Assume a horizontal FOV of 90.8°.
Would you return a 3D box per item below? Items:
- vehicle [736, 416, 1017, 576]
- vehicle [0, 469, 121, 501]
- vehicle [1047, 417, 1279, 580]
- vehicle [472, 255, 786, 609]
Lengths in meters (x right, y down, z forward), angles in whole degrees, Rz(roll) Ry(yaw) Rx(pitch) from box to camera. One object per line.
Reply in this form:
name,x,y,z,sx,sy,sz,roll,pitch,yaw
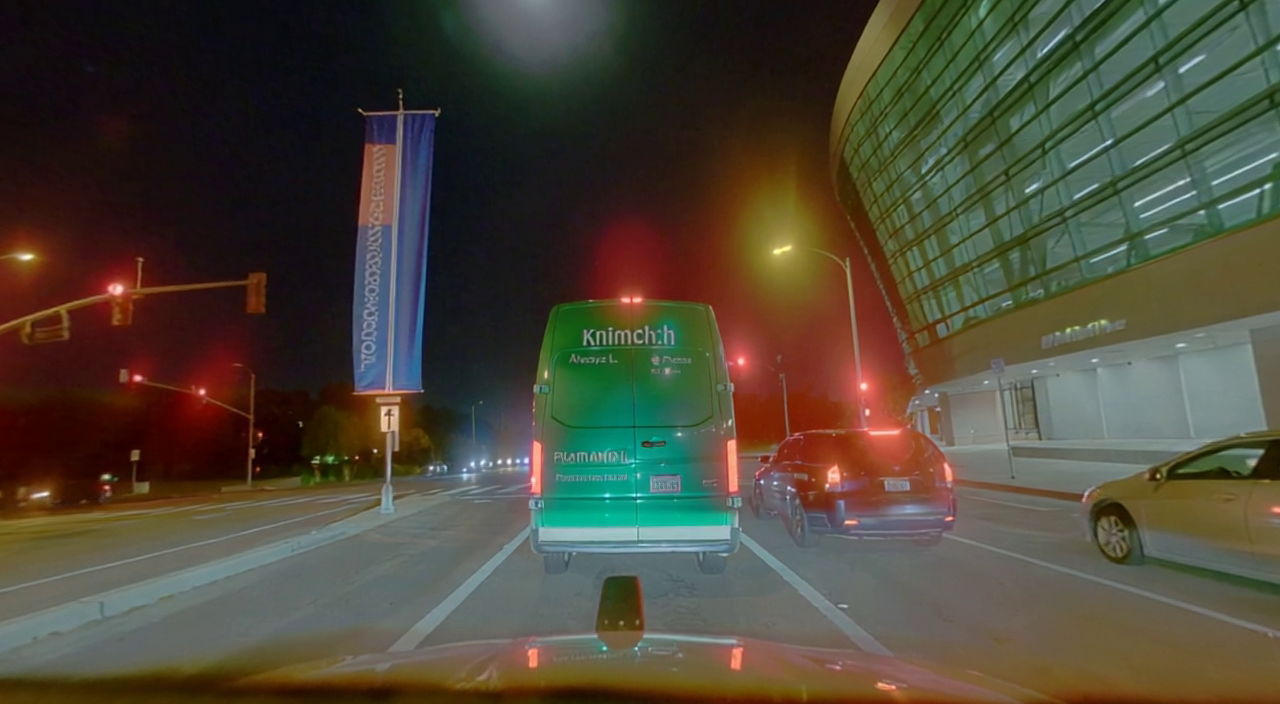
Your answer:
vehicle,2.864,1.865,9.045,2.183,1.676,4.506,0,-8,-1
vehicle,-29.871,6.747,32.179,4.888,1.481,1.873,1,-9,-10
vehicle,7.520,1.585,7.025,1.963,1.669,4.678,3,-9,-20
vehicle,-0.052,1.174,9.103,2.613,3.035,7.342,0,-8,1
